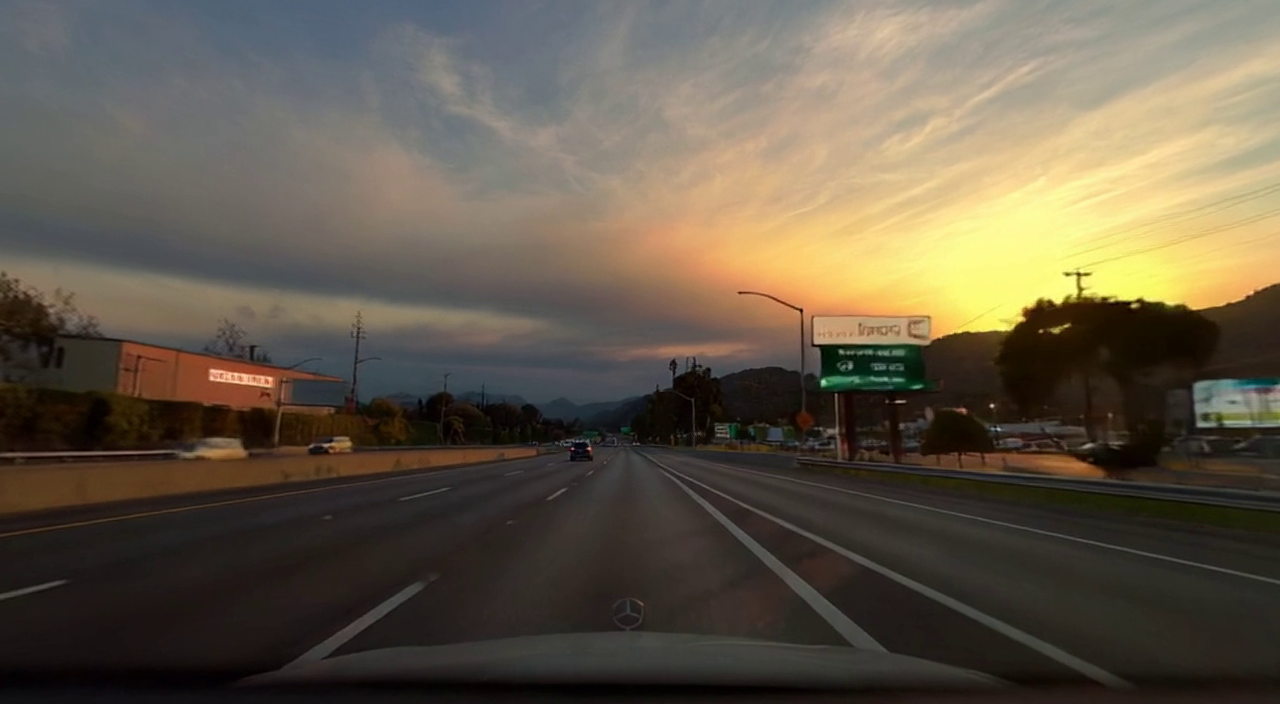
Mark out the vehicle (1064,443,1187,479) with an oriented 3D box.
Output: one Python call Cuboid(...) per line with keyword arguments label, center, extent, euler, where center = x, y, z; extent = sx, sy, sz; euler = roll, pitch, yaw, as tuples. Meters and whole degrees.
Cuboid(label="vehicle", center=(26.081, 5.844, 34.218), extent=(1.972, 1.749, 5.464), euler=(1, -8, -6))
